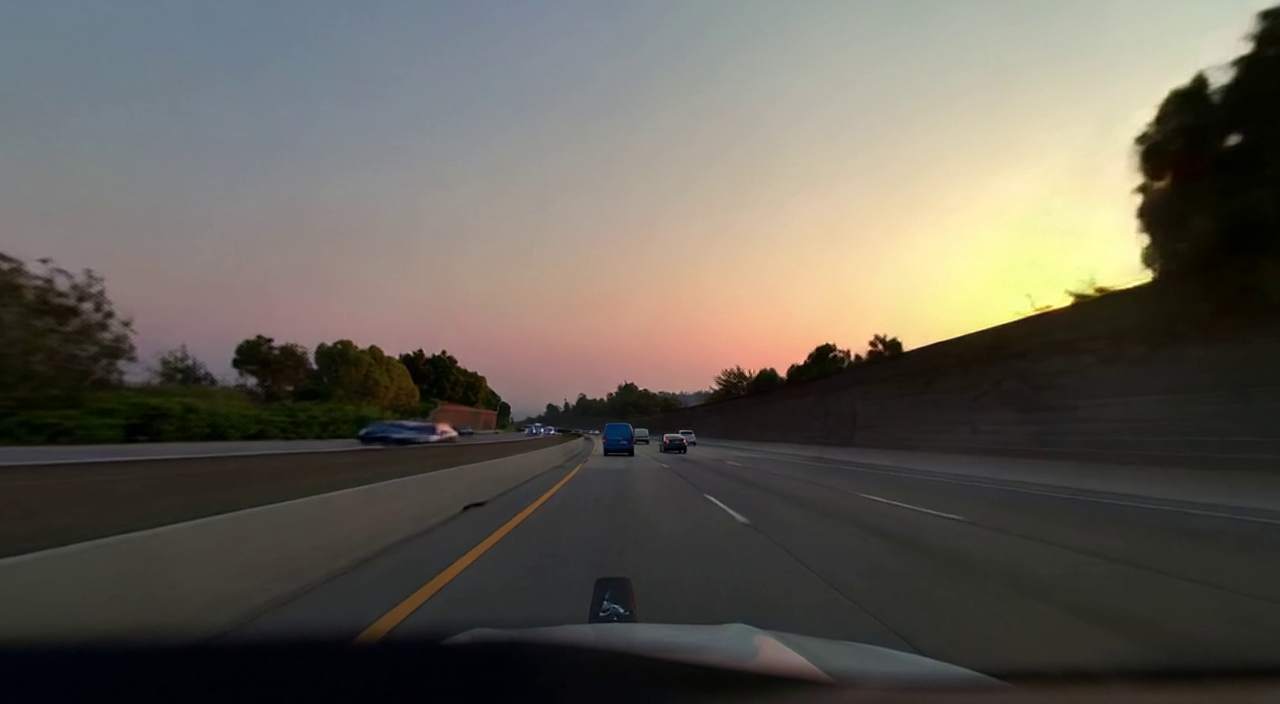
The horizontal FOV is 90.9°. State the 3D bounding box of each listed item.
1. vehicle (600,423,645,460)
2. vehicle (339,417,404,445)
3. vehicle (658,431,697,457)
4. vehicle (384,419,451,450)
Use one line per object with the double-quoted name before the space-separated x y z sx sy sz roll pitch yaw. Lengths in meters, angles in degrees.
"vehicle" -0.993 5.105 36.097 2.403 1.994 4.683 0 -8 -2
"vehicle" -15.566 4.631 36.754 1.882 1.524 4.382 0 -8 0
"vehicle" 2.362 5.897 40.610 1.996 1.589 3.715 0 -8 -4
"vehicle" -11.435 4.295 32.665 2.066 1.473 3.837 0 -8 -1
